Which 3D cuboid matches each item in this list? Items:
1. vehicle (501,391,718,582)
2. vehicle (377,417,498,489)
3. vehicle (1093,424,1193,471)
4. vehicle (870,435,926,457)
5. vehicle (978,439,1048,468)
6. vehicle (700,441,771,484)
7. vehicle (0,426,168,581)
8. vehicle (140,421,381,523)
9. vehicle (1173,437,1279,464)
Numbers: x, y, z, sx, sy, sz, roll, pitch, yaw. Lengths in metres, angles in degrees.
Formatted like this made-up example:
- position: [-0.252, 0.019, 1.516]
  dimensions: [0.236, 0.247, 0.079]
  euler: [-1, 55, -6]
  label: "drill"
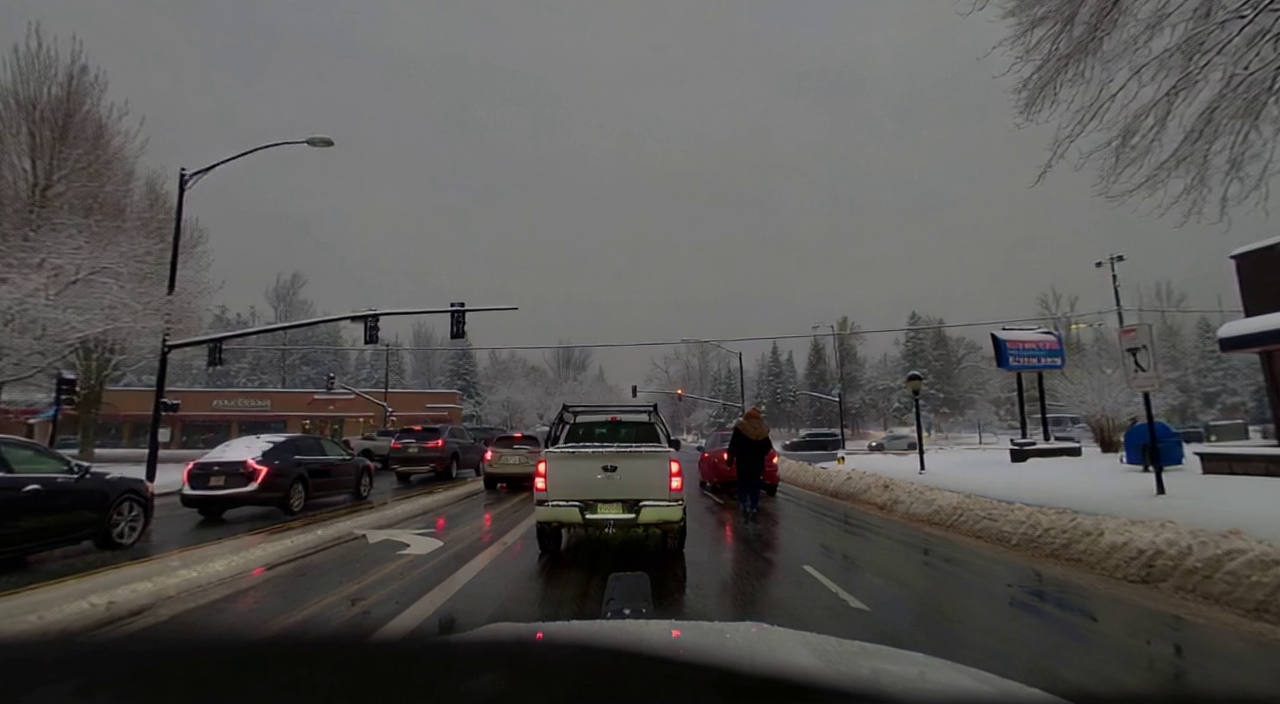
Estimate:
- position: [-0.315, 1.603, 8.254]
  dimensions: [2.064, 1.817, 4.298]
  euler: [0, -8, -1]
  label: "vehicle"
- position: [-6.478, 3.316, 20.842]
  dimensions: [2.496, 2.112, 4.351]
  euler: [0, -8, 0]
  label: "vehicle"
- position: [19.231, 3.649, 24.033]
  dimensions: [4.156, 1.622, 1.924]
  euler: [7, -11, -38]
  label: "vehicle"
- position: [20.096, 7.326, 49.041]
  dimensions: [4.361, 1.653, 2.034]
  euler: [6, -11, -37]
  label: "vehicle"
- position: [20.096, 5.436, 33.918]
  dimensions: [3.836, 1.443, 1.694]
  euler: [5, -10, -35]
  label: "vehicle"
- position: [3.428, 4.049, 23.506]
  dimensions: [2.023, 1.441, 4.240]
  euler: [0, -8, 1]
  label: "vehicle"
- position: [-6.964, 1.417, 5.829]
  dimensions: [1.831, 1.451, 4.382]
  euler: [0, -8, -1]
  label: "vehicle"
- position: [-7.156, 2.303, 12.613]
  dimensions: [1.941, 1.655, 4.503]
  euler: [0, -8, 1]
  label: "vehicle"
- position: [29.699, 4.945, 31.672]
  dimensions: [4.176, 1.313, 1.719]
  euler: [0, -9, 2]
  label: "vehicle"
